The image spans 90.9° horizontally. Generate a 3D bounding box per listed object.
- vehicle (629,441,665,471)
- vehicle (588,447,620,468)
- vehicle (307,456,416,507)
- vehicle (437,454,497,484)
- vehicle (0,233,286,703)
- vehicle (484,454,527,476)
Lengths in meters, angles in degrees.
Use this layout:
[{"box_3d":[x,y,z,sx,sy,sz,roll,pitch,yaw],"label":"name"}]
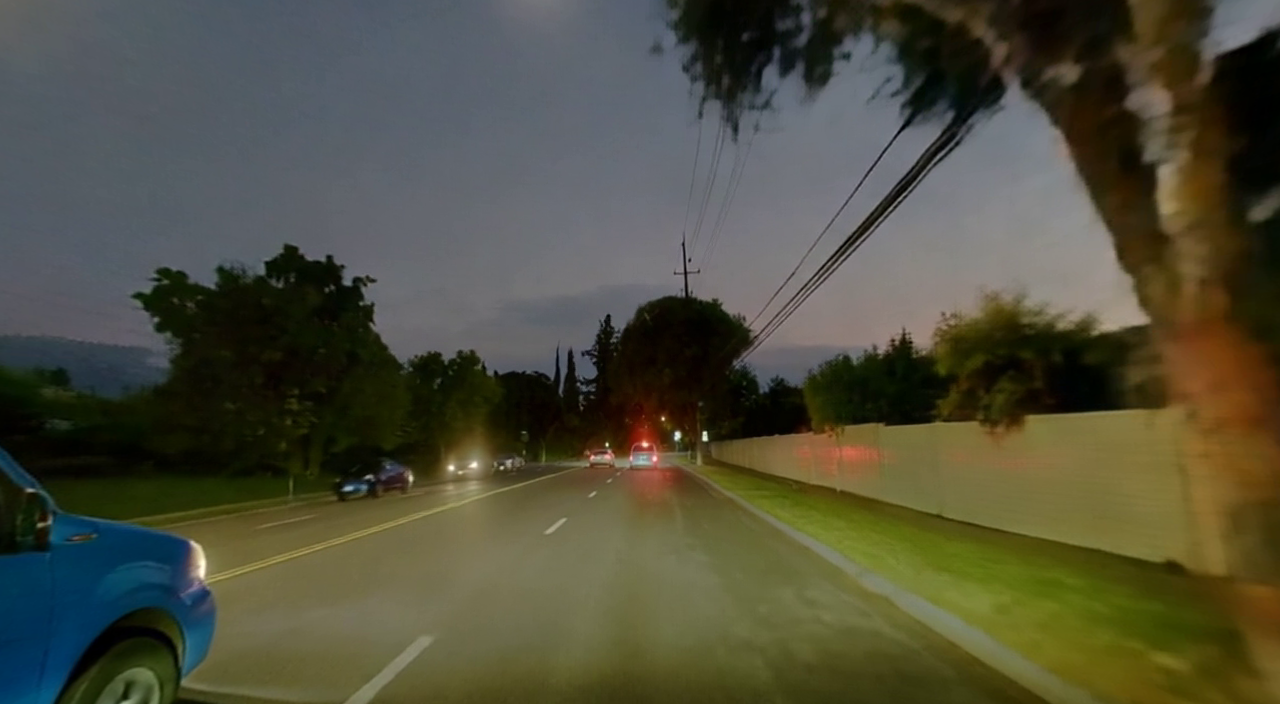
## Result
[{"box_3d":[0.423,6.372,38.785,2.120,1.718,3.909,0,-9,1],"label":"vehicle"},{"box_3d":[-2.667,7.928,47.359,1.968,1.472,4.489,0,-9,2],"label":"vehicle"},{"box_3d":[-9.962,4.614,22.923,1.879,1.494,4.445,-4,-9,1],"label":"vehicle"},{"box_3d":[-9.585,6.498,35.345,2.068,1.480,4.641,-2,-9,0],"label":"vehicle"},{"box_3d":[-3.476,0.463,1.019,2.336,2.152,5.866,0,-9,0],"label":"vehicle"},{"box_3d":[-9.562,8.041,45.128,2.005,1.471,4.330,0,-9,2],"label":"vehicle"}]
